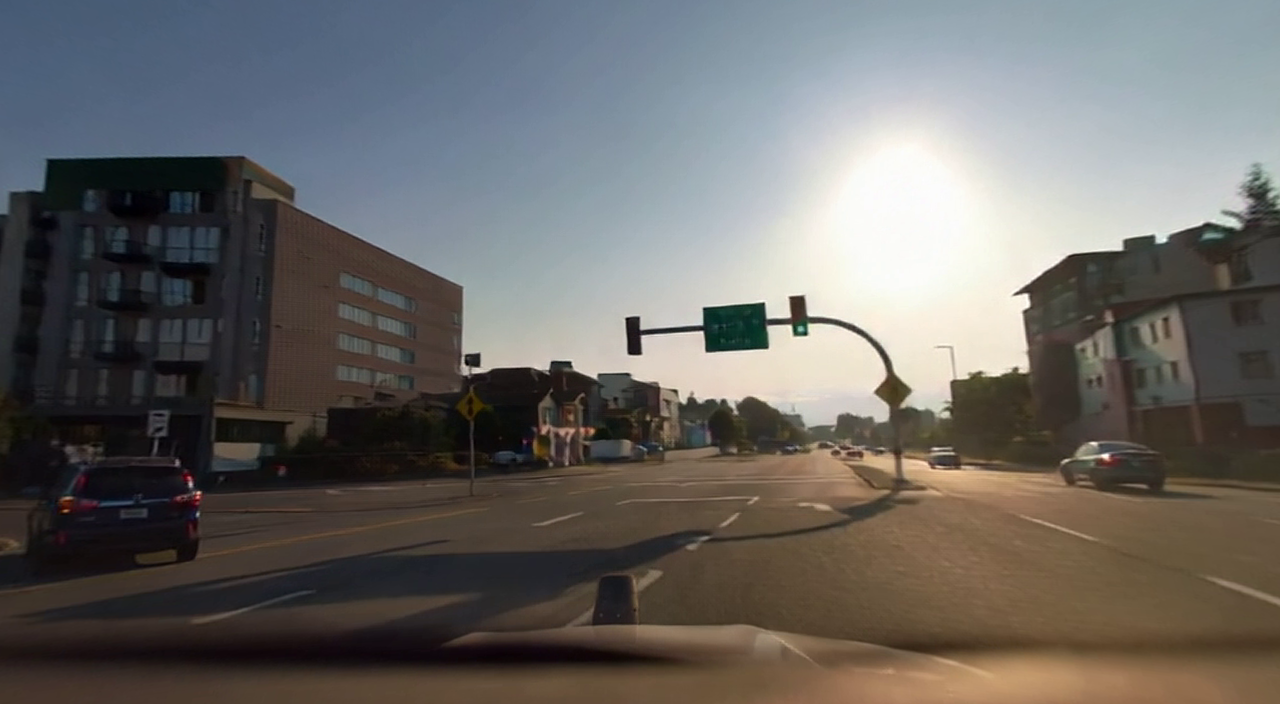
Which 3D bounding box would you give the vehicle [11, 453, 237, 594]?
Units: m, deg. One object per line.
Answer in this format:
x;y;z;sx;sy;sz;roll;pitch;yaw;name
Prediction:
-7.231;2.258;9.150;2.014;1.525;3.670;5;-11;-34;vehicle

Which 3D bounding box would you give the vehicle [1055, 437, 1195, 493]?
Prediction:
15.628;3.644;20.532;2.007;1.586;4.210;-3;-9;14;vehicle

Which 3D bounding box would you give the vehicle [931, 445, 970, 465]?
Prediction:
24.565;8.172;49.706;1.931;1.475;4.092;-3;-9;14;vehicle
